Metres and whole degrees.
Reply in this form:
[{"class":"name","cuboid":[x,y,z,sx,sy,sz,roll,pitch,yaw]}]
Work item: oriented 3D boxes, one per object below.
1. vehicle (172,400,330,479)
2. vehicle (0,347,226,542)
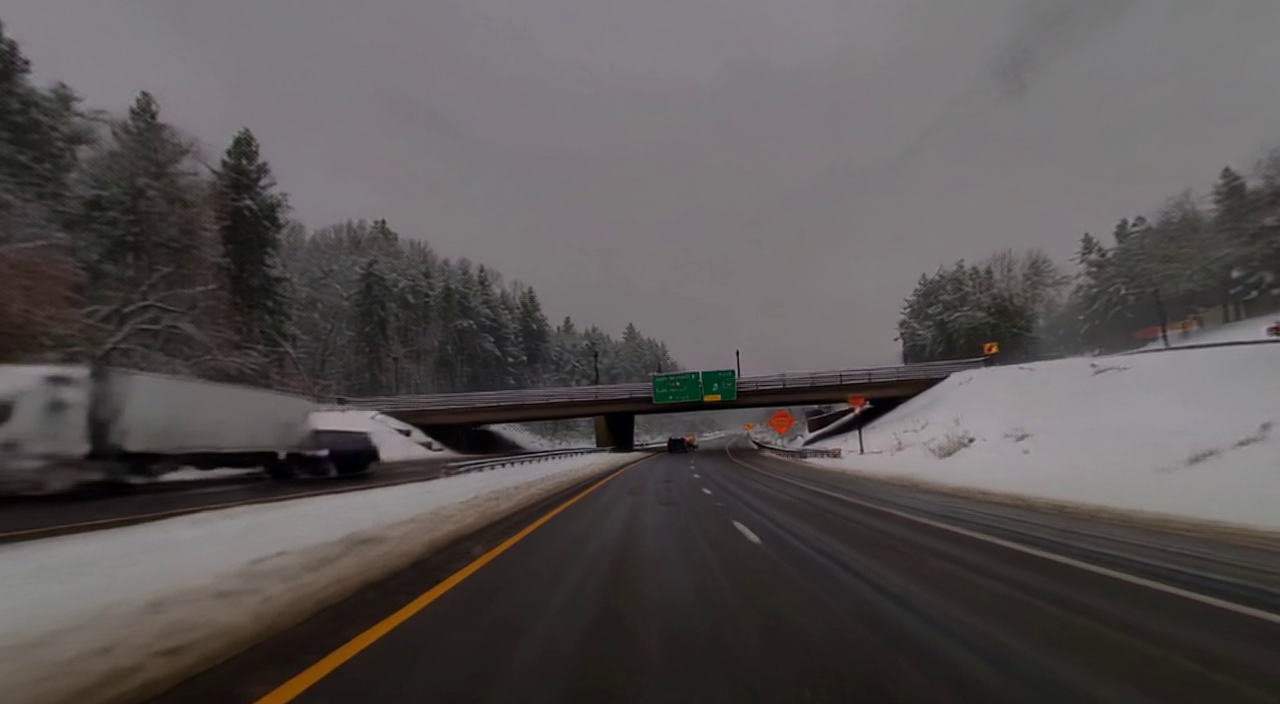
[{"class":"vehicle","cuboid":[-12.885,2.969,21.385,2.083,2.374,4.725,-1,-8,3]},{"class":"vehicle","cuboid":[-13.333,1.910,12.994,3.010,3.577,9.124,-1,-8,3]}]
